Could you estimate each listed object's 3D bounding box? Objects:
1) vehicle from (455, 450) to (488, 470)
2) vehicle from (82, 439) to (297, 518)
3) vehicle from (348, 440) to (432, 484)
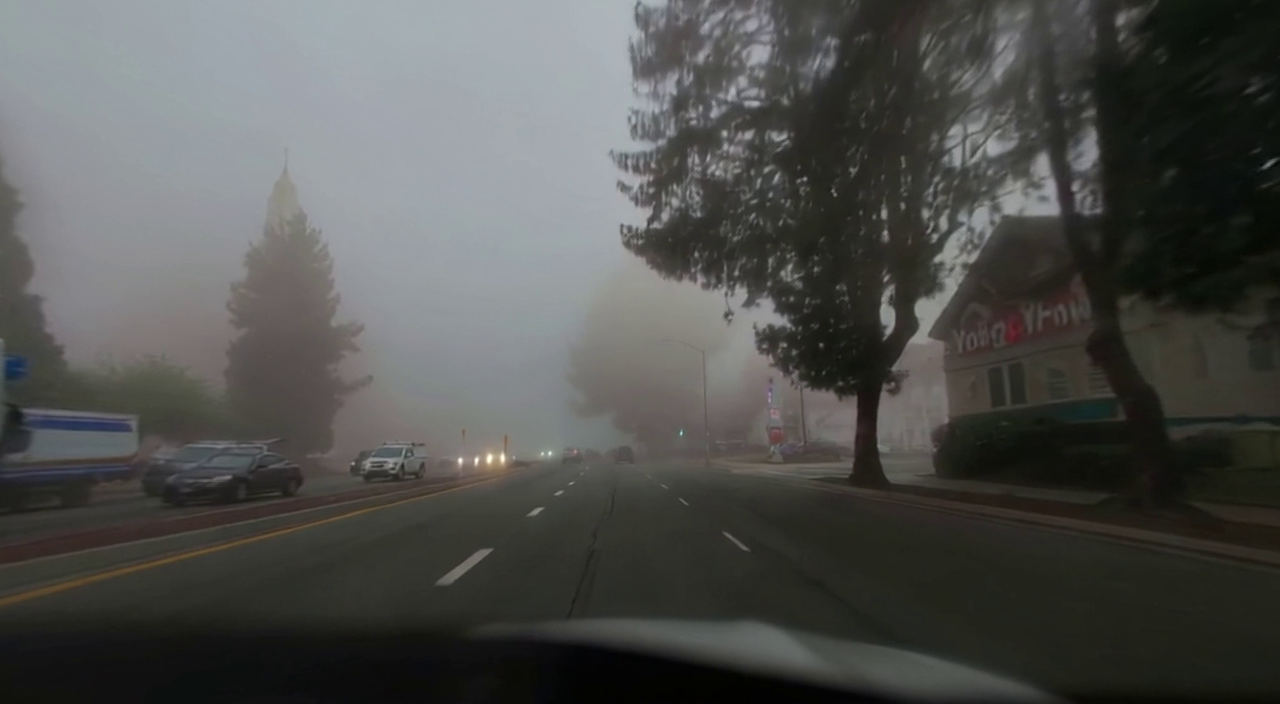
[{"bbox_3d":[-13.138,8.415,49.438,1.771,1.508,3.453,0,-9,-4],"label":"vehicle"},{"bbox_3d":[-11.252,3.154,16.353,2.134,1.705,4.710,0,-9,-1],"label":"vehicle"},{"bbox_3d":[-11.953,5.271,30.638,2.206,1.922,4.968,-1,-9,-2],"label":"vehicle"}]
